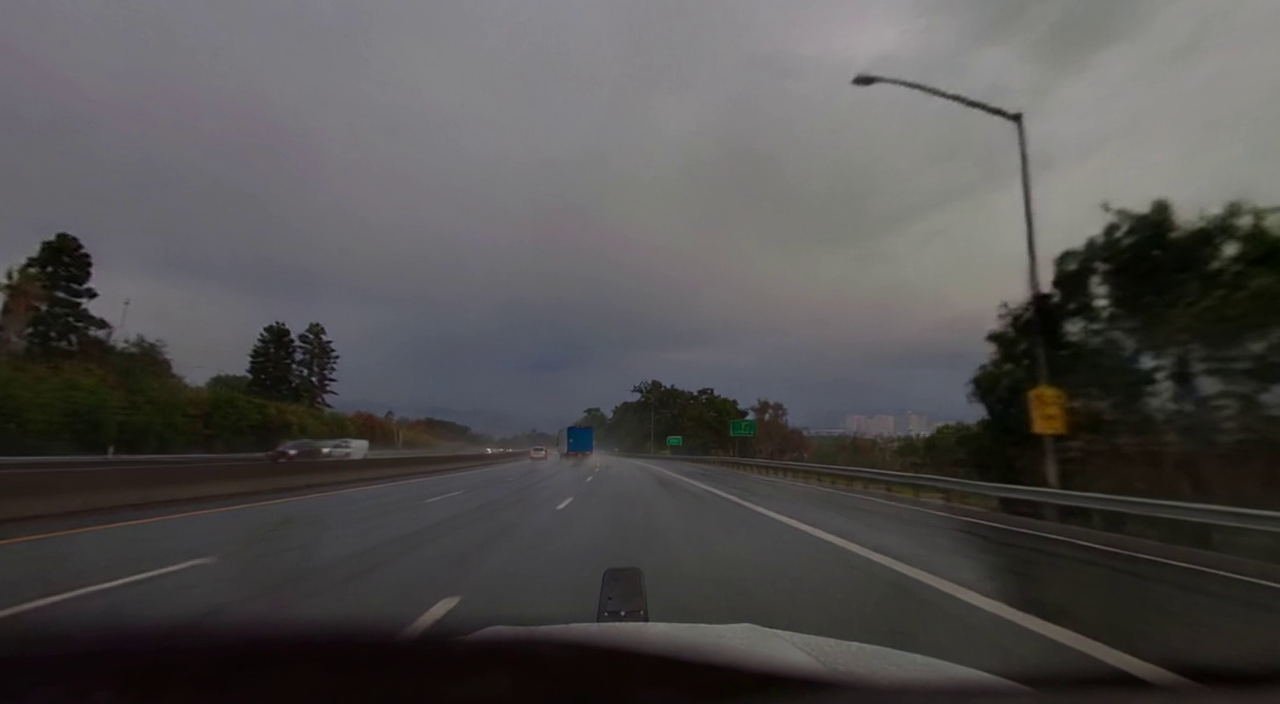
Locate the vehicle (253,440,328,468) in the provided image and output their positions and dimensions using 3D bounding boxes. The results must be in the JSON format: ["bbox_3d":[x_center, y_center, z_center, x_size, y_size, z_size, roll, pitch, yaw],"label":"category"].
[{"bbox_3d":[-22.677,6.619,41.177,2.172,1.699,5.047,0,-8,-3],"label":"vehicle"}]
